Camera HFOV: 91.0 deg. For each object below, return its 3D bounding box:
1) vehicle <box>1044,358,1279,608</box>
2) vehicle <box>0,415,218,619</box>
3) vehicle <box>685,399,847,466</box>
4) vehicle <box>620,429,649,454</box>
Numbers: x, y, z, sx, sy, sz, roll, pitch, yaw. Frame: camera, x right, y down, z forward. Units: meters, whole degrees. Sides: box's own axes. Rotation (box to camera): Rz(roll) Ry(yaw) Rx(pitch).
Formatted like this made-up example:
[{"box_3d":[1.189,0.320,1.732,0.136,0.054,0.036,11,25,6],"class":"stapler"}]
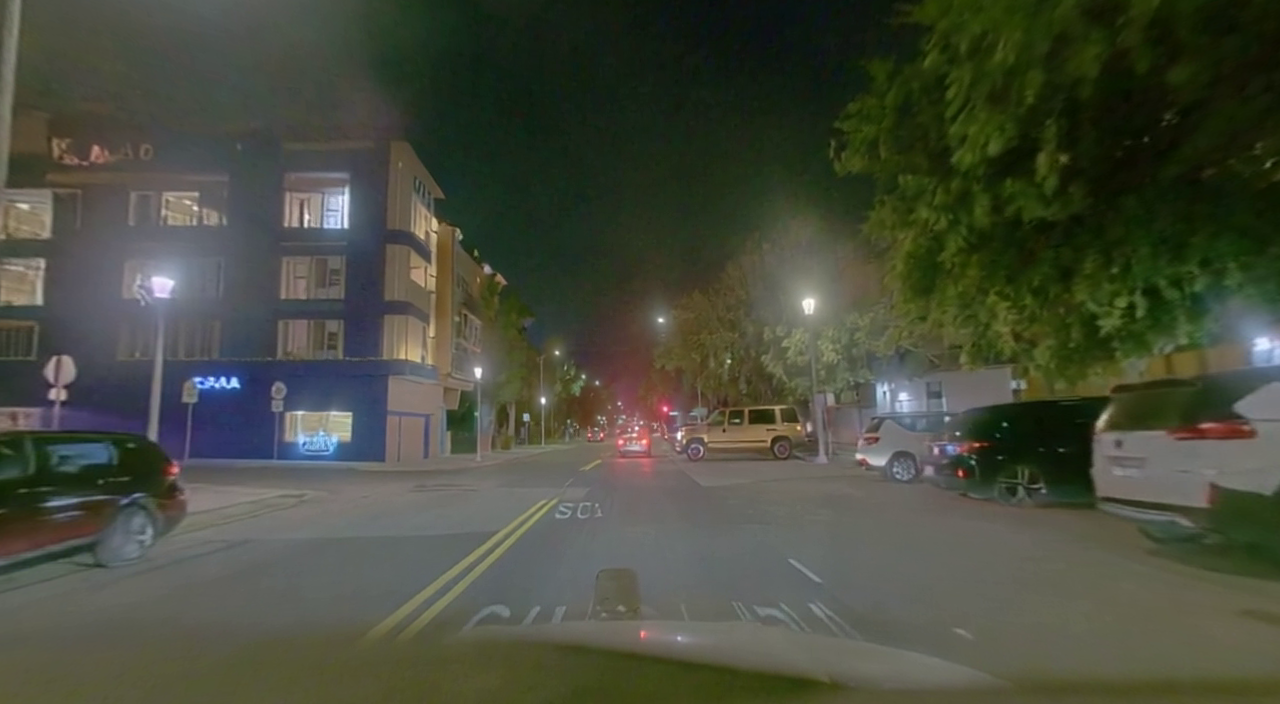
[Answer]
[{"box_3d":[6.103,0.791,5.051,4.261,1.578,2.010,-4,-7,-2],"class":"vehicle"},{"box_3d":[-5.953,1.362,5.436,1.856,1.587,4.042,0,-8,-2],"class":"vehicle"},{"box_3d":[5.161,3.377,26.346,6.221,2.498,2.239,-5,-9,33],"class":"vehicle"},{"box_3d":[-0.474,7.077,49.732,2.152,1.874,4.209,0,-8,-1],"class":"vehicle"}]
